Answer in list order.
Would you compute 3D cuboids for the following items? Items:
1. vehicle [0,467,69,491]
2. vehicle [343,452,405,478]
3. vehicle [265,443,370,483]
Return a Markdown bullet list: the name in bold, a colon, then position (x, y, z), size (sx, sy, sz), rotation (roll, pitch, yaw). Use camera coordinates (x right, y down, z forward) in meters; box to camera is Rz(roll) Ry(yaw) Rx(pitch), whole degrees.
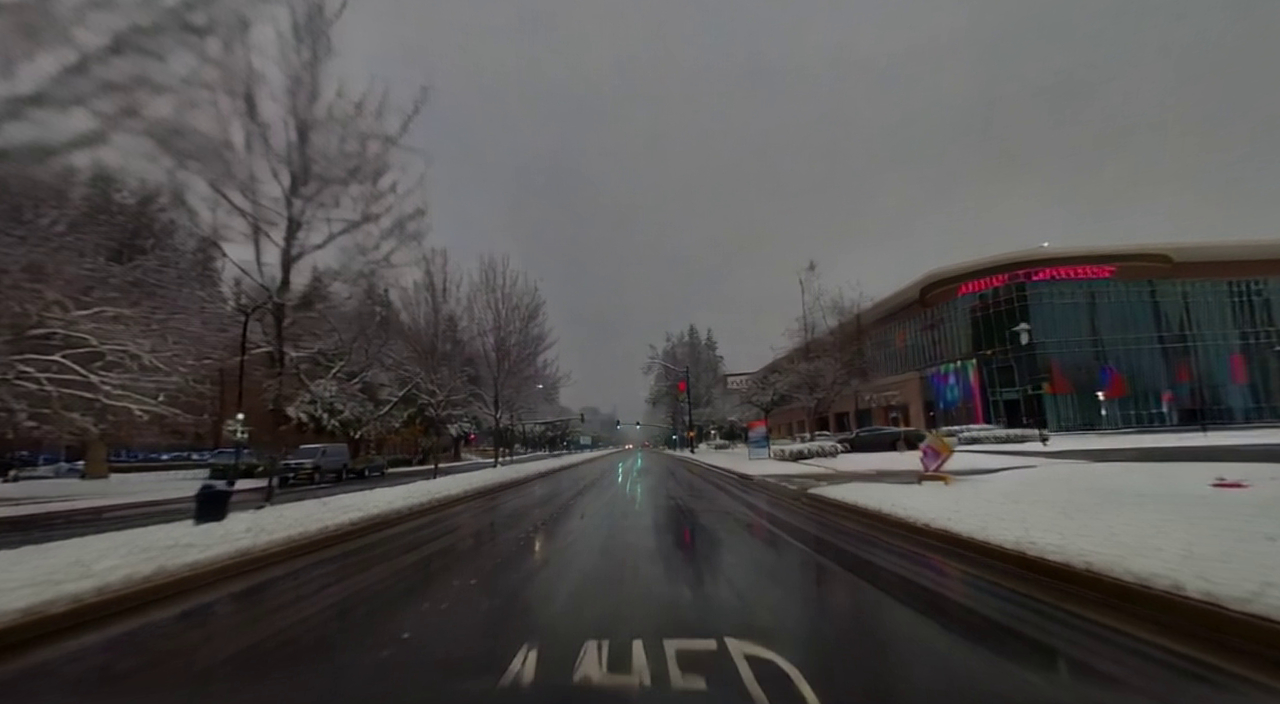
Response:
- **vehicle**: position (-47.787, 9.929, 49.201), size (1.997, 1.624, 4.576), rotation (-3, -9, -4)
- **vehicle**: position (-17.521, 7.427, 41.582), size (1.933, 1.521, 4.771), rotation (0, -9, 1)
- **vehicle**: position (-17.386, 6.005, 34.346), size (2.617, 1.997, 5.830), rotation (0, -9, 0)
